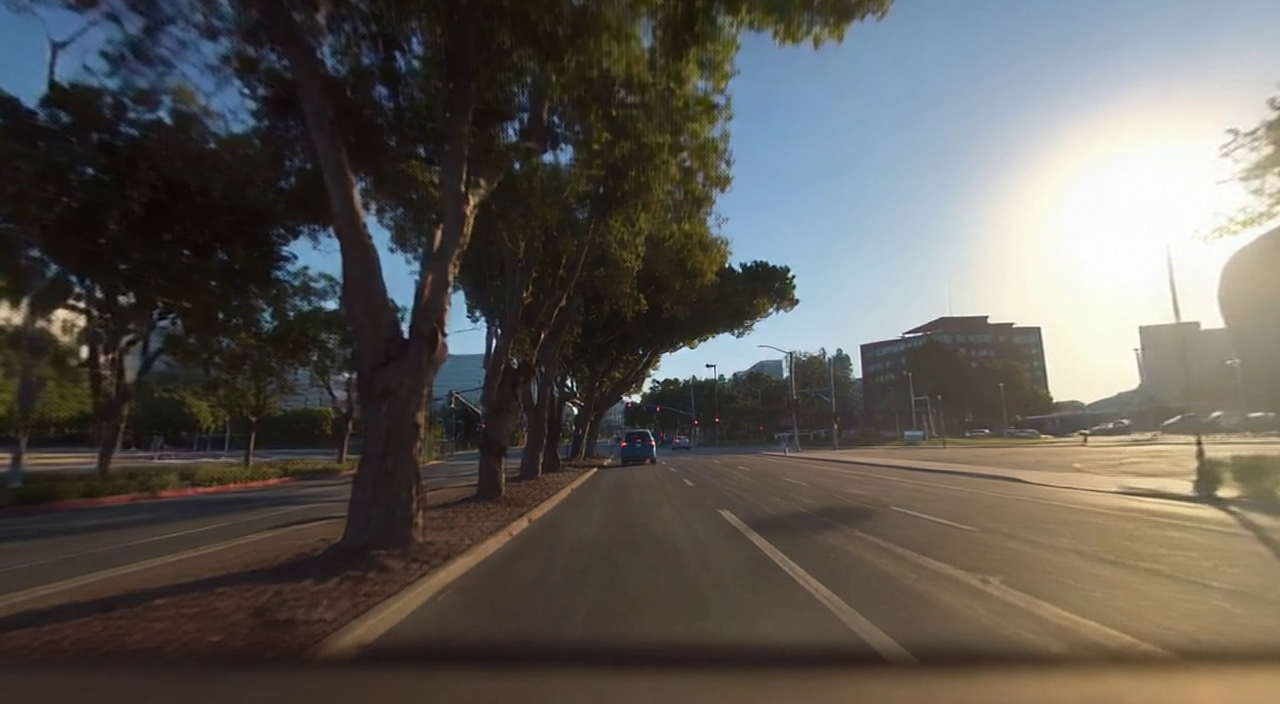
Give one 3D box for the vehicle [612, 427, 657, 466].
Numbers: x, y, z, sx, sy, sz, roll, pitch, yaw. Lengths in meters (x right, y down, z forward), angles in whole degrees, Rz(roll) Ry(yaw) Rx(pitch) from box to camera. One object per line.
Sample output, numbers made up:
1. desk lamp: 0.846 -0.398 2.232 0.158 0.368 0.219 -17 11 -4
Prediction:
1. vehicle: -0.299 5.074 34.017 2.267 1.926 4.708 0 -9 -1
